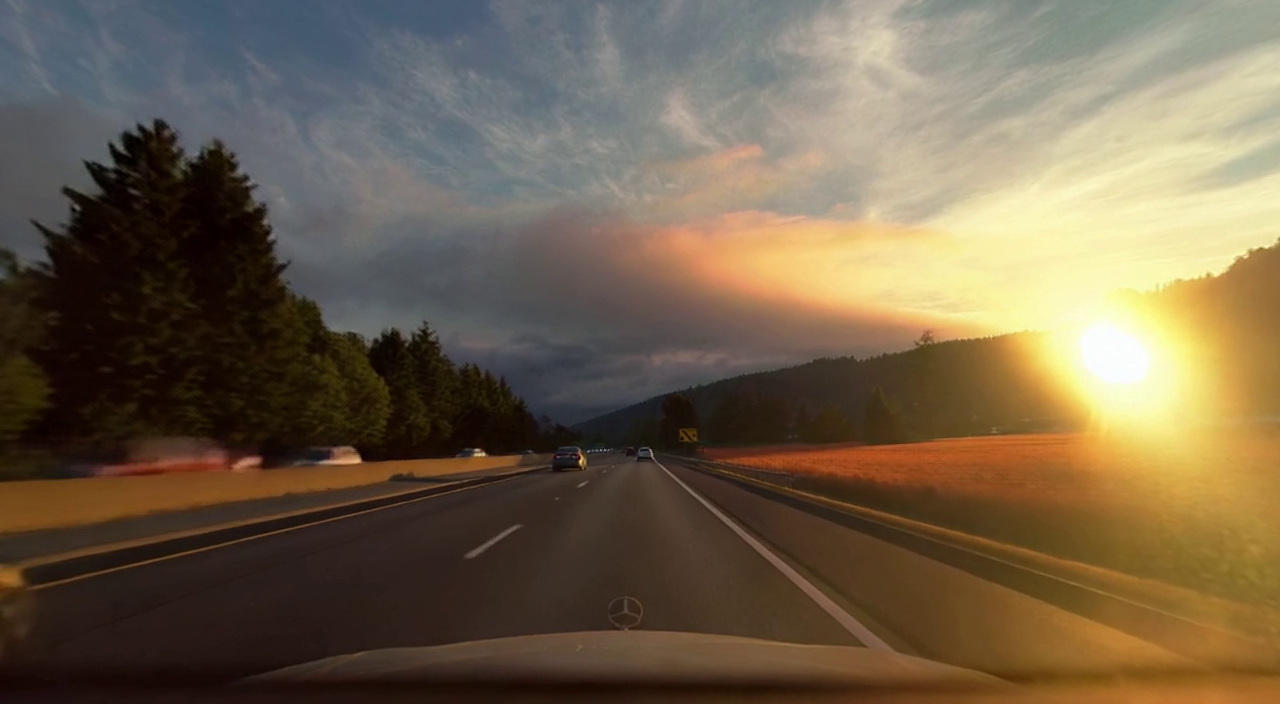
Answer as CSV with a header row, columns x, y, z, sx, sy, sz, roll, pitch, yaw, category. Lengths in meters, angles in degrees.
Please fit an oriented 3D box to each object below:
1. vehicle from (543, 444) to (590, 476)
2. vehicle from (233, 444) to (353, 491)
x,y,z,sx,sy,sz,roll,pitch,yaw,category
-4.053,6.045,35.562,2.095,1.664,4.305,0,-9,0,vehicle
-12.598,4.214,23.257,1.943,1.550,4.277,0,-9,0,vehicle
